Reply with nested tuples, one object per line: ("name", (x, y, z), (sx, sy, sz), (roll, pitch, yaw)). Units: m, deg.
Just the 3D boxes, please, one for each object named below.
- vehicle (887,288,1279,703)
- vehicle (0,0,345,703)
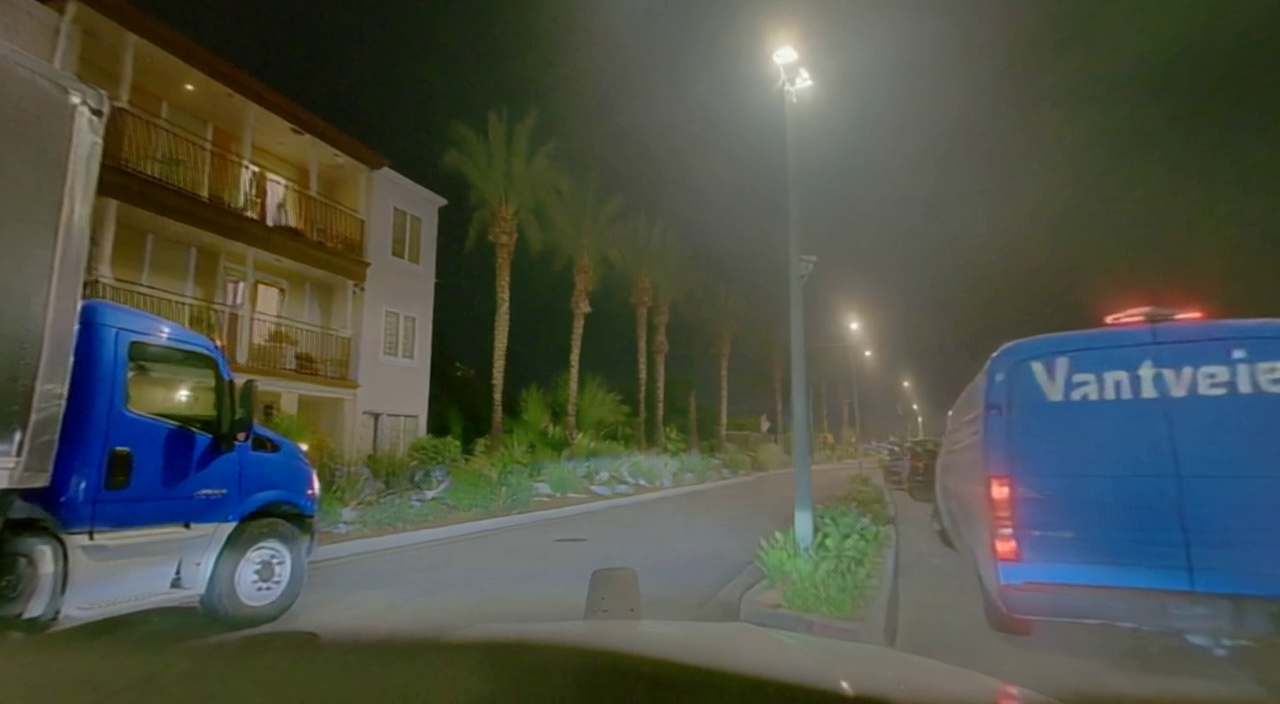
("vehicle", (3.663, 1.160, 5.725), (2.418, 2.078, 5.866), (-3, -9, 20))
("vehicle", (-5.949, -0.425, 0.701), (2.998, 3.659, 10.517), (-4, -10, 25))
